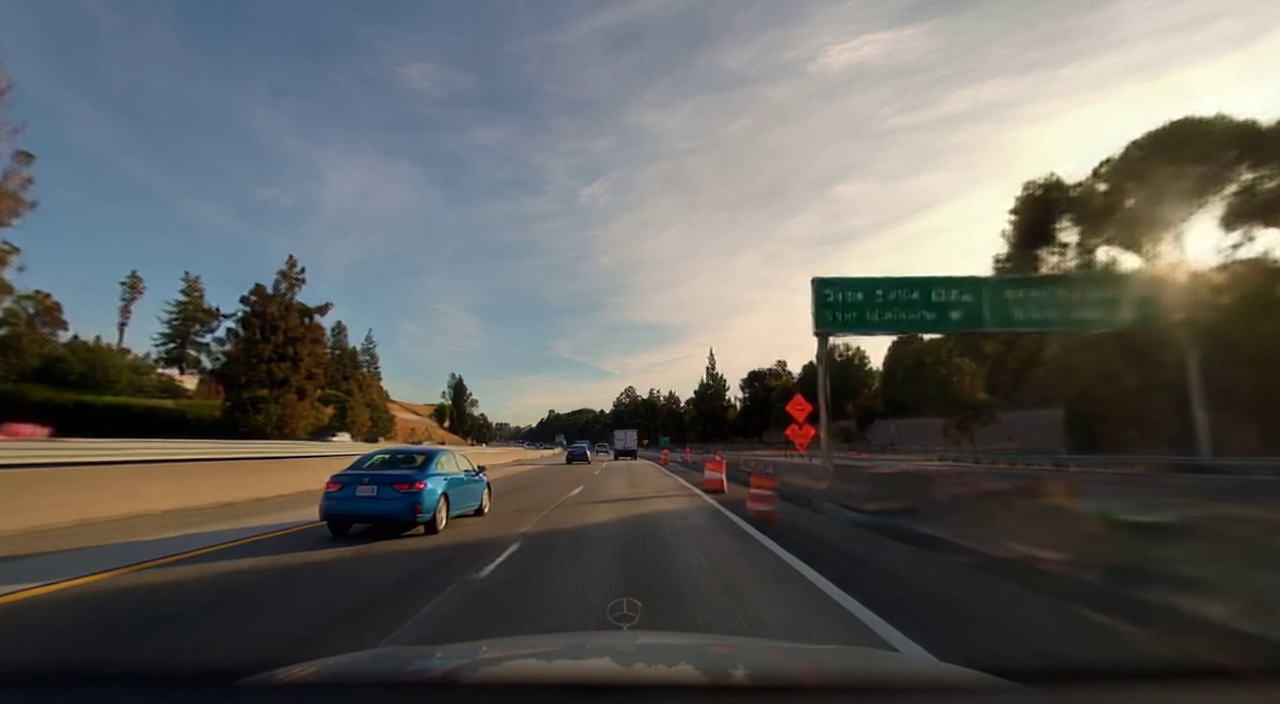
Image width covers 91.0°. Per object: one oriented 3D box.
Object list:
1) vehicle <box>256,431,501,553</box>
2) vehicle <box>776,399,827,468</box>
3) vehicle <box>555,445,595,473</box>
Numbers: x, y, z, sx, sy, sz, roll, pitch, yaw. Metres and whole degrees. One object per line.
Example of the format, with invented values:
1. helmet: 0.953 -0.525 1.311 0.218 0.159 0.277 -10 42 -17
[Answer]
1. vehicle: -3.807 2.128 10.307 2.012 1.510 4.672 0 -9 0
2. vehicle: 10.124 5.169 39.648 2.203 4.166 2.914 1 -9 -3
3. vehicle: -3.554 5.984 35.303 1.965 1.459 4.145 1 -9 -2
